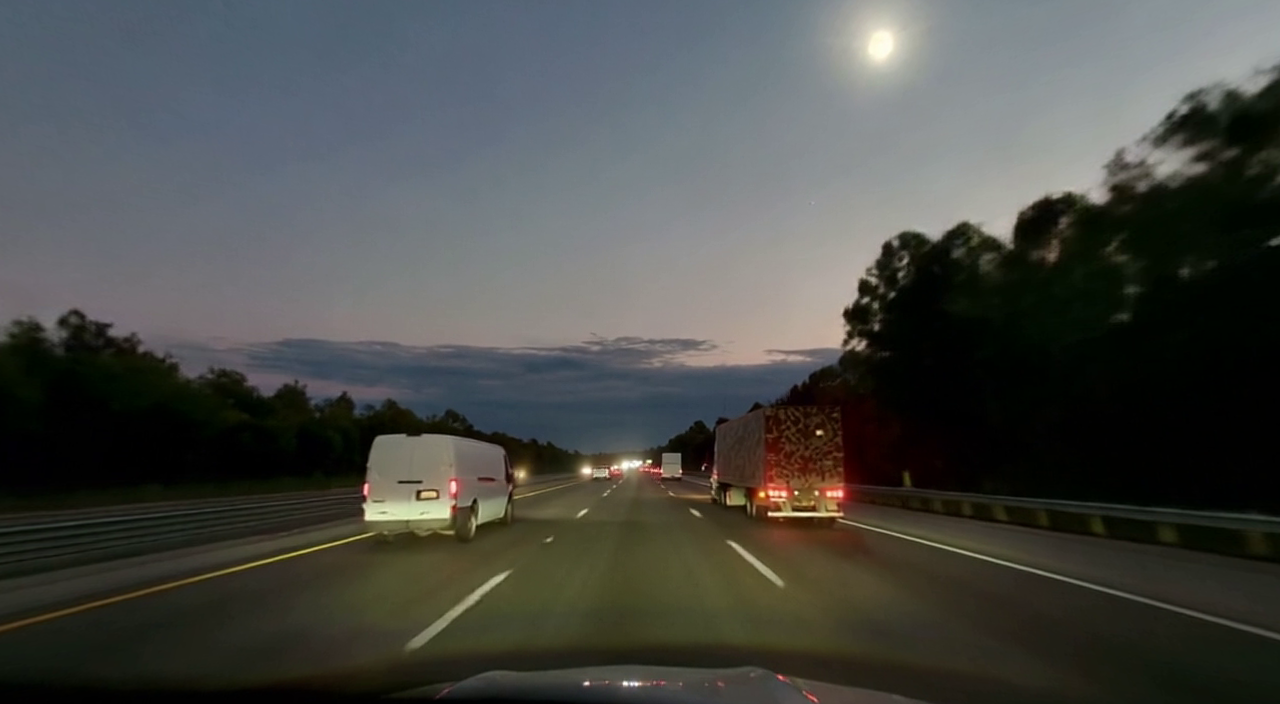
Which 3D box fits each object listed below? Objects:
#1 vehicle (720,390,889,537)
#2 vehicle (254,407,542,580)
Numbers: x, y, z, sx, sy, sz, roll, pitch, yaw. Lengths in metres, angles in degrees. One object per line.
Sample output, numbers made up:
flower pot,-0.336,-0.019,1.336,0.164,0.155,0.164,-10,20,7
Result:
vehicle,3.719,2.769,15.661,2.703,2.988,5.097,1,-10,-1
vehicle,-3.153,2.074,9.795,2.378,1.930,5.086,1,-10,1
